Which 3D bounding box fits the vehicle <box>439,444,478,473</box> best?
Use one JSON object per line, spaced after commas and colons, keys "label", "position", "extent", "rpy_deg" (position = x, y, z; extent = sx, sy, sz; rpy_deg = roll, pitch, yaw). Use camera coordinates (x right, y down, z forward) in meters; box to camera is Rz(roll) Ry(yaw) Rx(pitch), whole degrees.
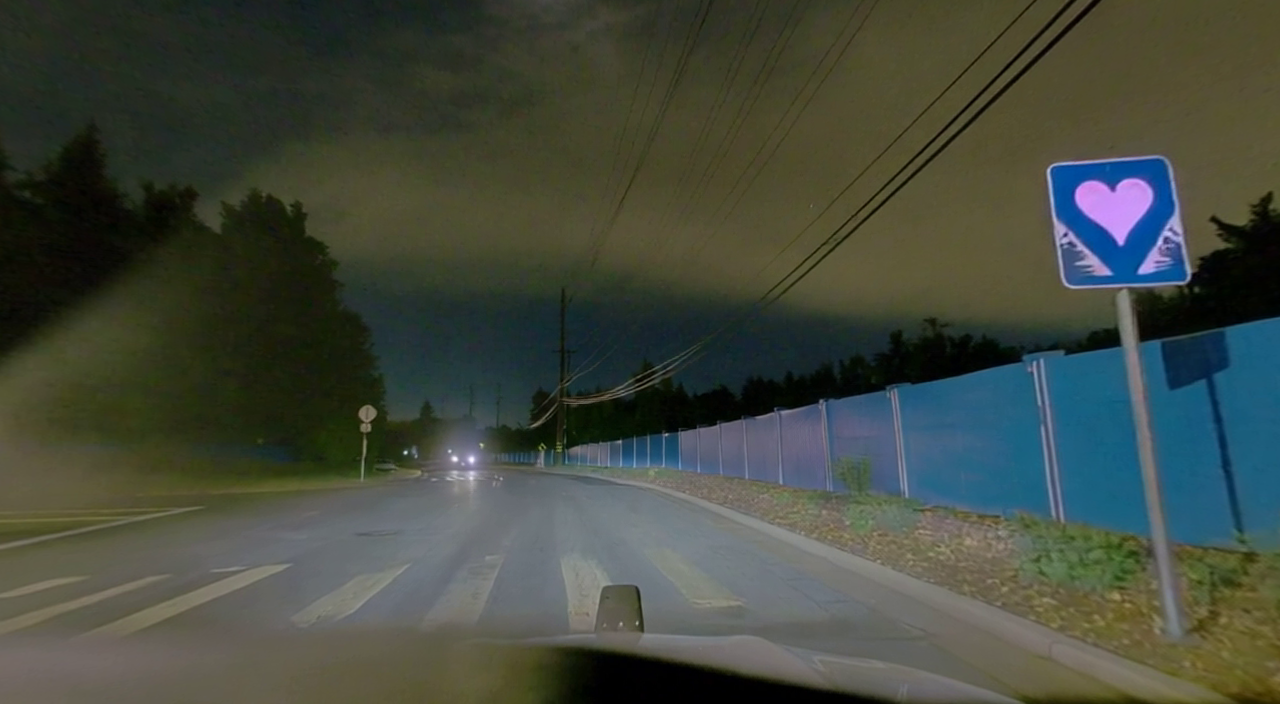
{"label": "vehicle", "position": [-12.671, 7.370, 43.910], "extent": [2.185, 1.901, 4.177], "rpy_deg": [3, -9, -21]}
